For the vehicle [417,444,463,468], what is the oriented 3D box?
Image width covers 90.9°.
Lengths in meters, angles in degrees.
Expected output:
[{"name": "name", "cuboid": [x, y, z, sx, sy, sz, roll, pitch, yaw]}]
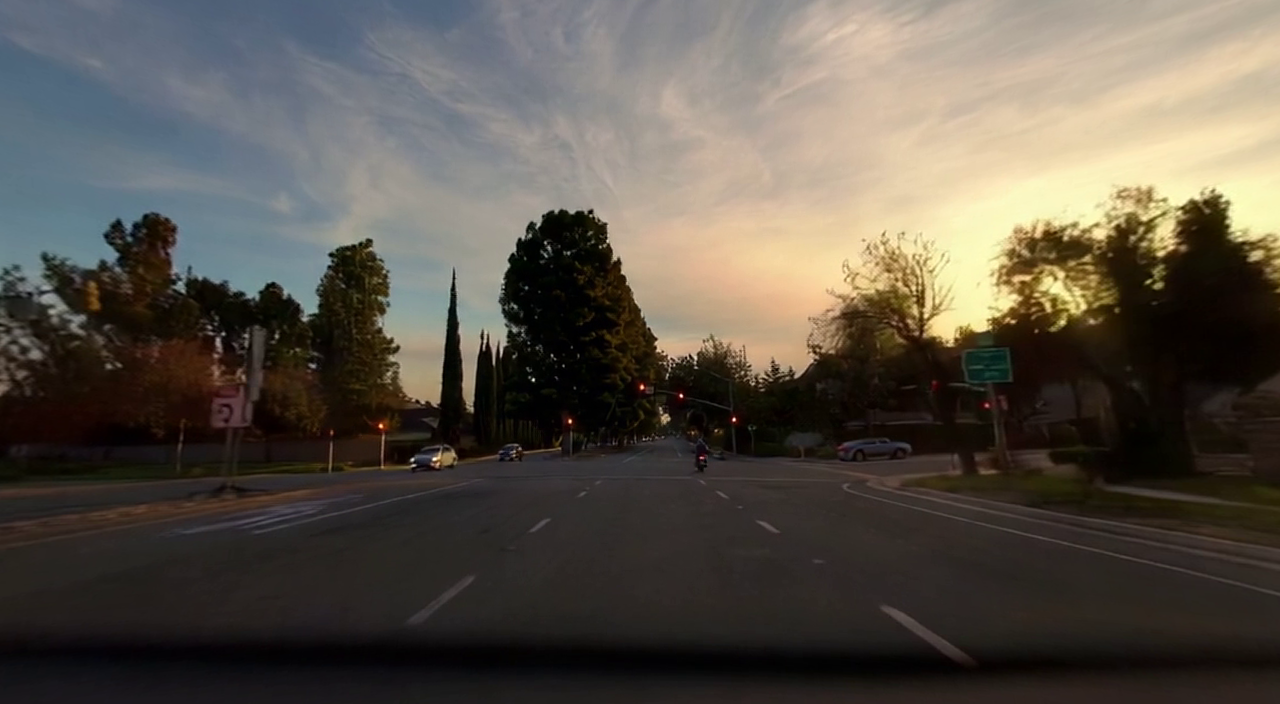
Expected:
[{"name": "vehicle", "cuboid": [-13.834, 7.172, 43.792, 1.879, 1.578, 3.901, 0, -8, 1]}]

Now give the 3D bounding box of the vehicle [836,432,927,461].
[{"name": "vehicle", "cuboid": [15.459, 6.077, 40.602, 4.947, 1.771, 2.222, 0, -8, 0]}]
